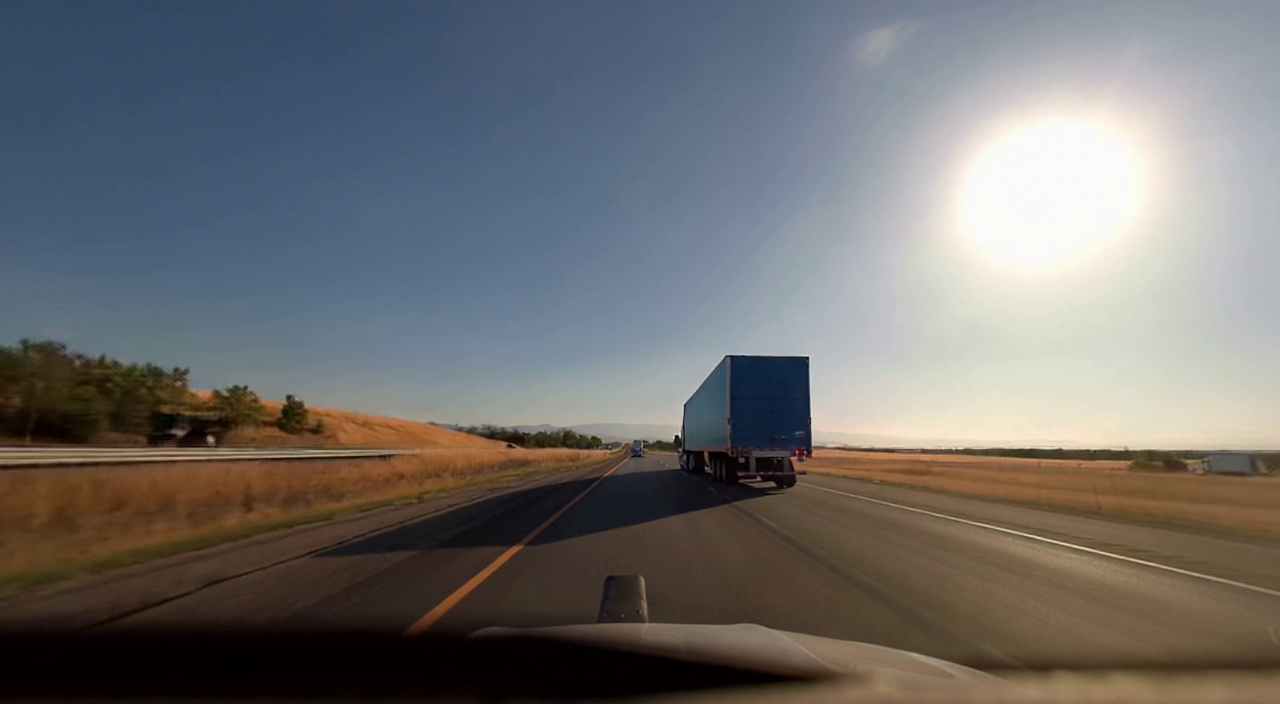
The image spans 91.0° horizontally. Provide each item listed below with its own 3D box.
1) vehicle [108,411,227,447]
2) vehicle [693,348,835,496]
[{"bbox_3d":[-29.336,4.904,39.467,2.342,2.031,6.463,0,-9,1],"label":"vehicle"},{"bbox_3d":[4.047,2.937,24.415,2.818,4.206,12.987,0,-9,0],"label":"vehicle"}]
